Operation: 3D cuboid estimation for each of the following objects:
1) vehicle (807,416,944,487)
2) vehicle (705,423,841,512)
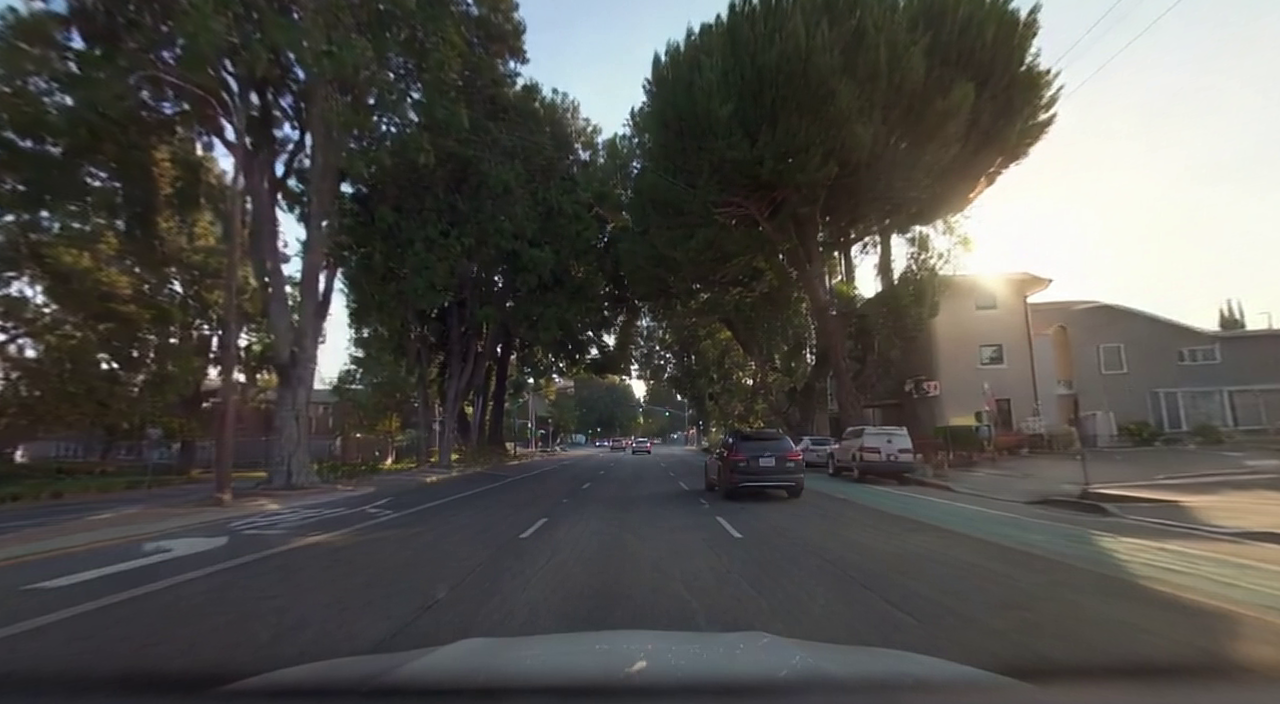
[{"bbox_3d":[7.488,3.265,20.904,2.259,1.990,5.752,0,-8,-1],"label":"vehicle"},{"bbox_3d":[2.725,2.467,13.924,2.022,1.656,4.025,0,-8,-2],"label":"vehicle"}]
